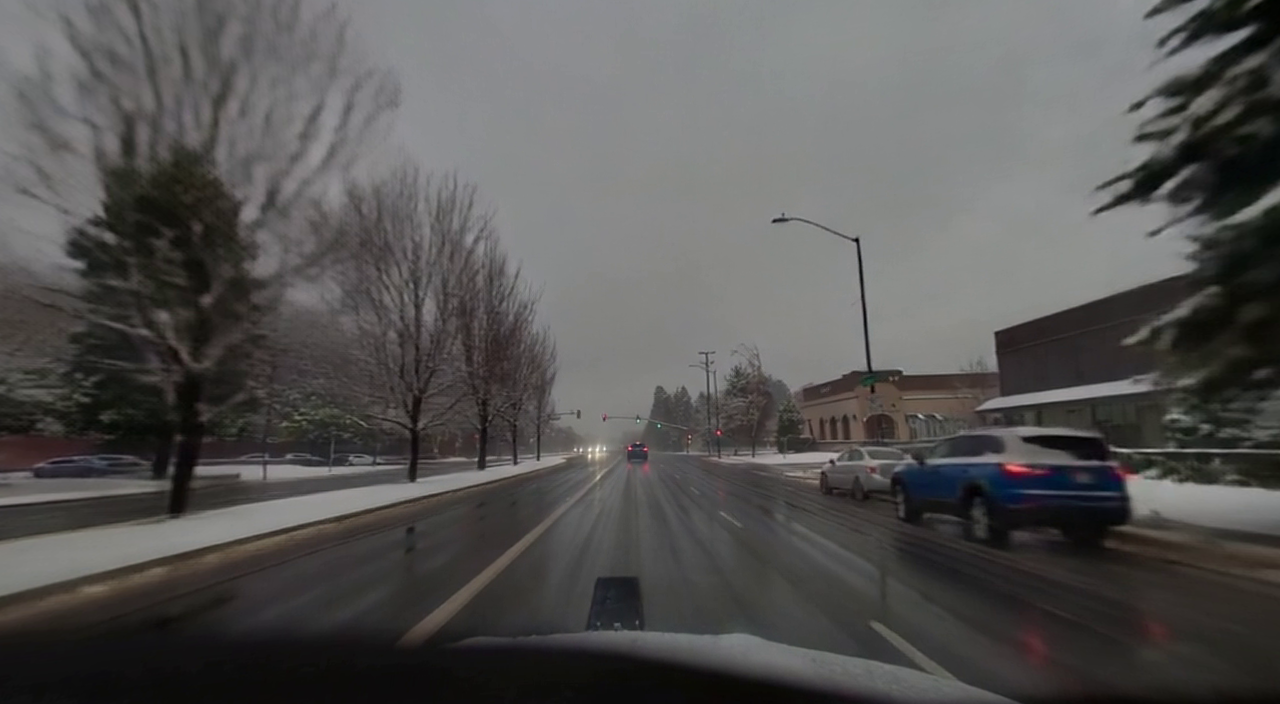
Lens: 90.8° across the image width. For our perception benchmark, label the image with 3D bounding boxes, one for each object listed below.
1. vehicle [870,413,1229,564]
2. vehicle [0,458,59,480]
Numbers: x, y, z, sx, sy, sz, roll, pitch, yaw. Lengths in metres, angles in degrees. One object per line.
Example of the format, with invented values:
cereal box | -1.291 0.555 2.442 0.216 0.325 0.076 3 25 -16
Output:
vehicle | 5.877 2.023 10.181 2.295 1.804 4.971 0 -9 -2
vehicle | -45.054 8.619 46.658 1.898 1.449 4.524 4 -10 -27
